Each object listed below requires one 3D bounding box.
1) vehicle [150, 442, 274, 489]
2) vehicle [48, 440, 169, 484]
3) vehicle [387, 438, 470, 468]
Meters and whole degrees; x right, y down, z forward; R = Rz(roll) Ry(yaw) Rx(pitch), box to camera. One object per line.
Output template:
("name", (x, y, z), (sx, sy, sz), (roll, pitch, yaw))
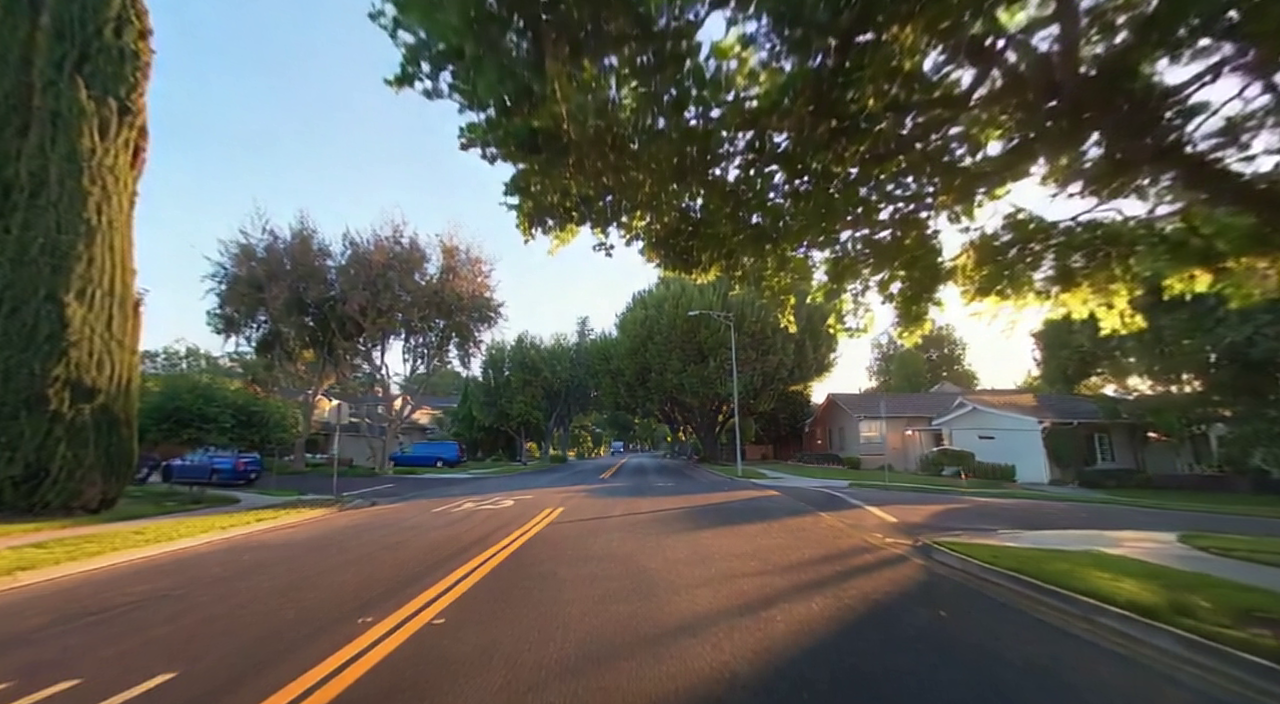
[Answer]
("vehicle", (-17.554, 4.580, 25.889), (4.876, 1.763, 2.016), (-5, -9, 27))
("vehicle", (-25.154, 5.135, 29.837), (5.987, 1.881, 2.249), (-5, -10, 29))
("vehicle", (-13.783, 6.600, 41.442), (2.145, 1.839, 4.837), (-6, -10, 34))
